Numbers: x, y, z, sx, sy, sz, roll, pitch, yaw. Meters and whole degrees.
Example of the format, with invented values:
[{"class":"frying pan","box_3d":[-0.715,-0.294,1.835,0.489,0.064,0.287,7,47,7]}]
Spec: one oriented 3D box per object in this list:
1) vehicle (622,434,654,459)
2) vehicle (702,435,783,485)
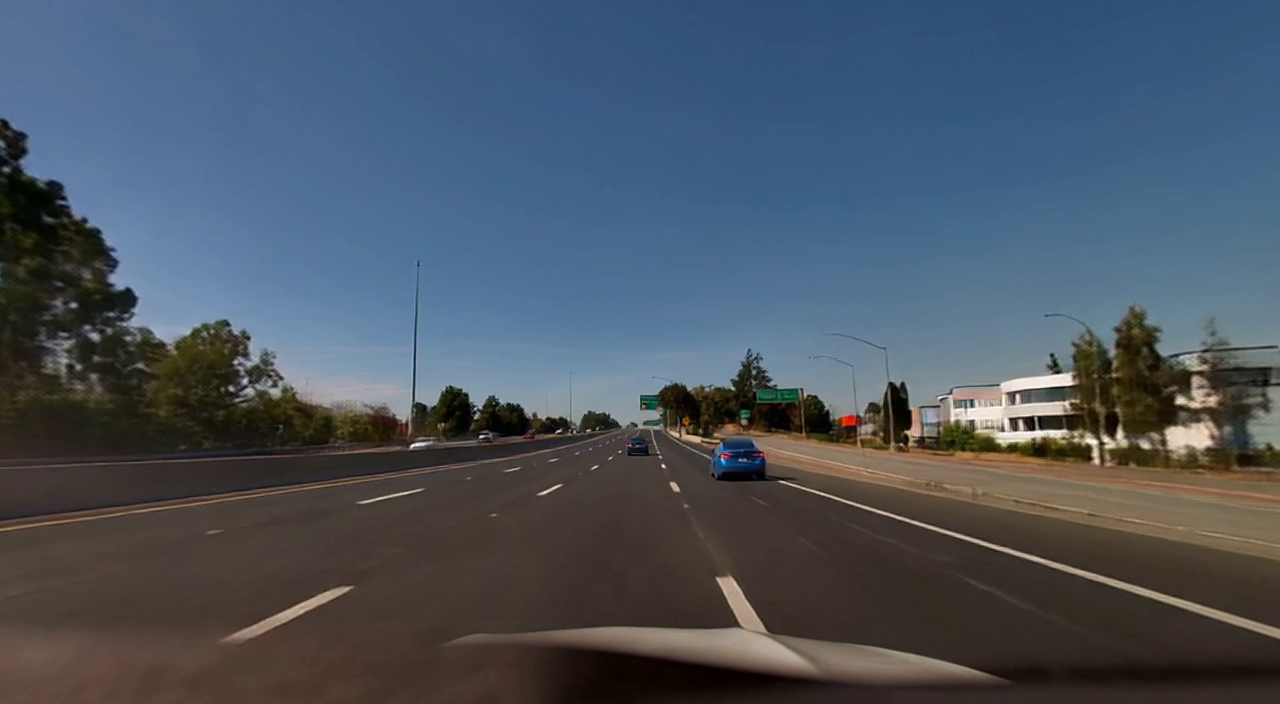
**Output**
[{"class":"vehicle","box_3d":[-0.113,6.657,44.498,2.127,1.692,4.382,0,-8,1]},{"class":"vehicle","box_3d":[3.413,3.701,21.963,2.029,1.528,4.644,0,-8,0]}]
